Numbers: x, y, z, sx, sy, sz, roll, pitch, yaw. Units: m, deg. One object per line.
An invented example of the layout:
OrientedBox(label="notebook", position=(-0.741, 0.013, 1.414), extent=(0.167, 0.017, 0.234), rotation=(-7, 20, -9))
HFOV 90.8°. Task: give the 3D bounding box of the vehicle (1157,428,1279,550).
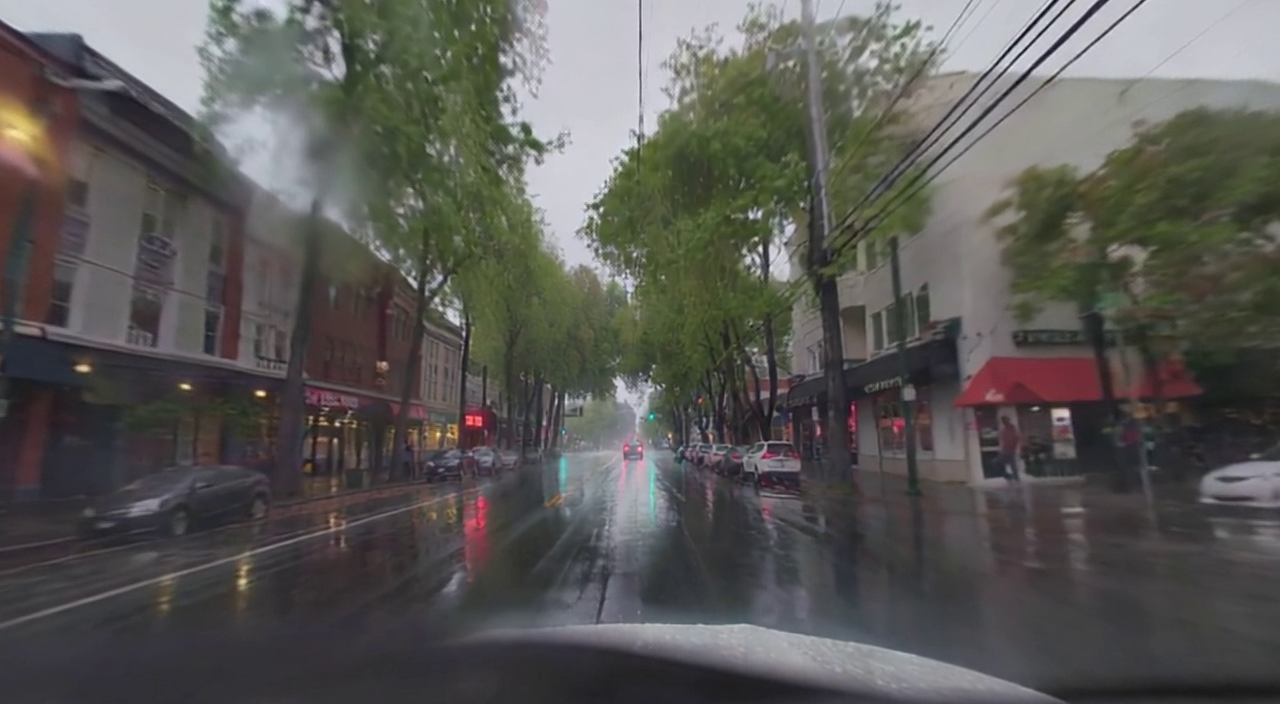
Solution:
OrientedBox(label="vehicle", position=(10.861, 1.953, 9.319), extent=(4.563, 1.633, 2.144), rotation=(0, -9, -1))

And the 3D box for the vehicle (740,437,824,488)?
OrientedBox(label="vehicle", position=(5.488, 4.323, 25.115), extent=(2.042, 1.787, 5.110), rotation=(0, -9, -1))

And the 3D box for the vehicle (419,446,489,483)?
OrientedBox(label="vehicle", position=(-10.050, 6.109, 34.661), extent=(2.081, 1.819, 5.607), rotation=(0, -9, 0))

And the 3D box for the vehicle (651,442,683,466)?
OrientedBox(label="vehicle", position=(1.820, 7.167, 44.556), extent=(1.998, 1.580, 4.015), rotation=(0, -9, -1))

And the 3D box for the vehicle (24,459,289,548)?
OrientedBox(label="vehicle", position=(-9.829, 3.066, 13.588), extent=(1.802, 1.397, 5.226), rotation=(0, -8, -3))
